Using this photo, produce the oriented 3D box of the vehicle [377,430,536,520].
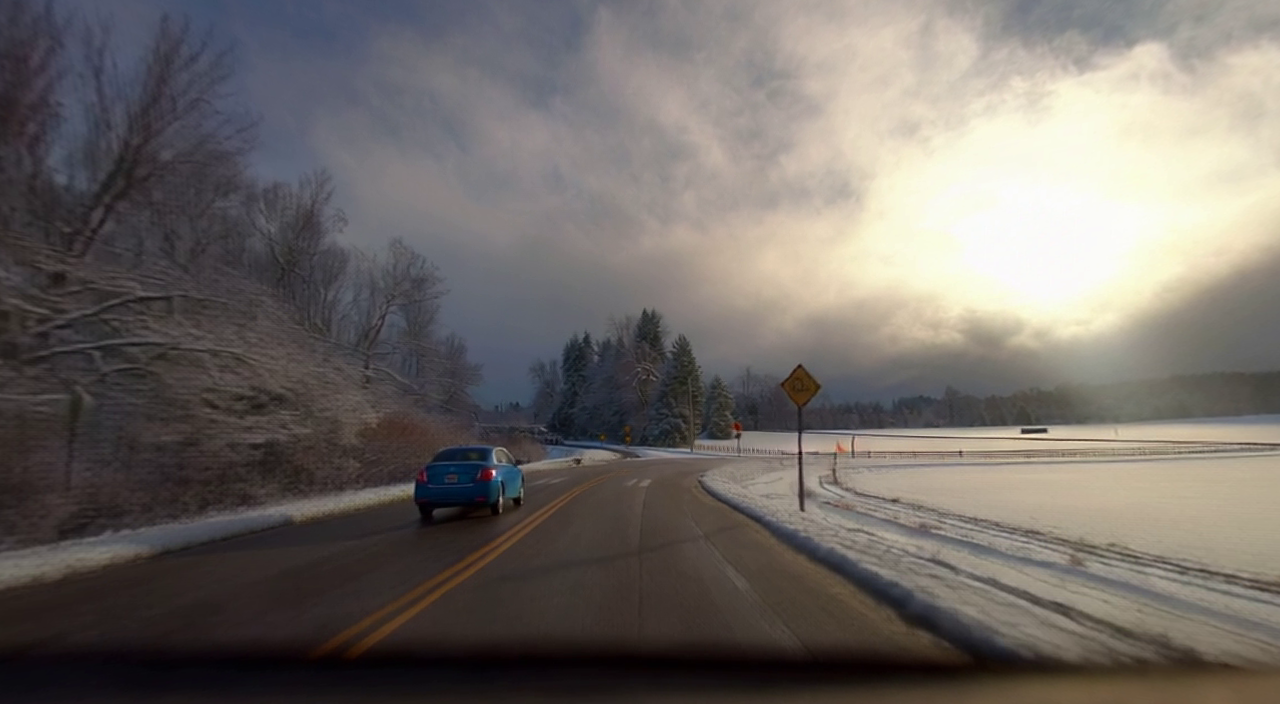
[{"bbox_3d":[-3.630,2.533,13.369,2.078,1.607,3.959,0,-9,1],"label":"vehicle"}]
